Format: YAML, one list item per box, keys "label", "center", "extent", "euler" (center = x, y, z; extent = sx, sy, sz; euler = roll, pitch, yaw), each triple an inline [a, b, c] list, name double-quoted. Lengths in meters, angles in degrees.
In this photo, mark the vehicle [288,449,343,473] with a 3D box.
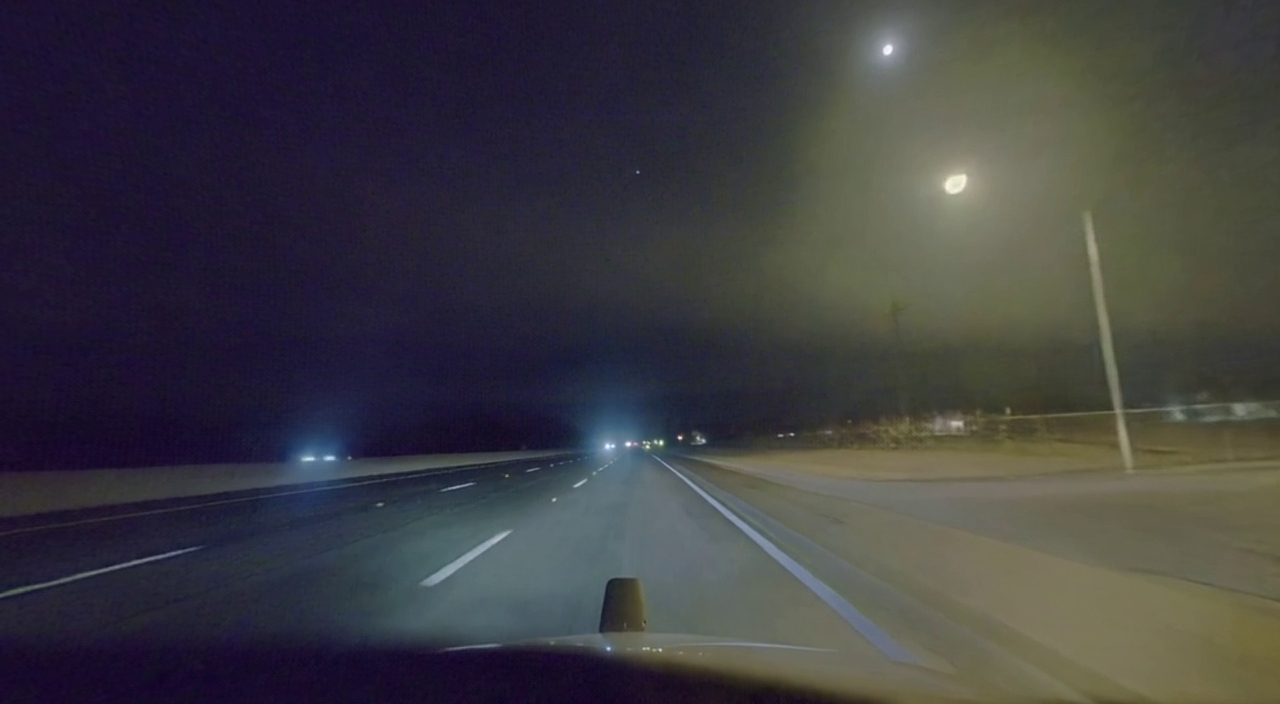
- label: "vehicle"
  center: [-23.340, 7.809, 45.291]
  extent: [1.812, 1.617, 3.816]
  euler: [0, -8, 0]
